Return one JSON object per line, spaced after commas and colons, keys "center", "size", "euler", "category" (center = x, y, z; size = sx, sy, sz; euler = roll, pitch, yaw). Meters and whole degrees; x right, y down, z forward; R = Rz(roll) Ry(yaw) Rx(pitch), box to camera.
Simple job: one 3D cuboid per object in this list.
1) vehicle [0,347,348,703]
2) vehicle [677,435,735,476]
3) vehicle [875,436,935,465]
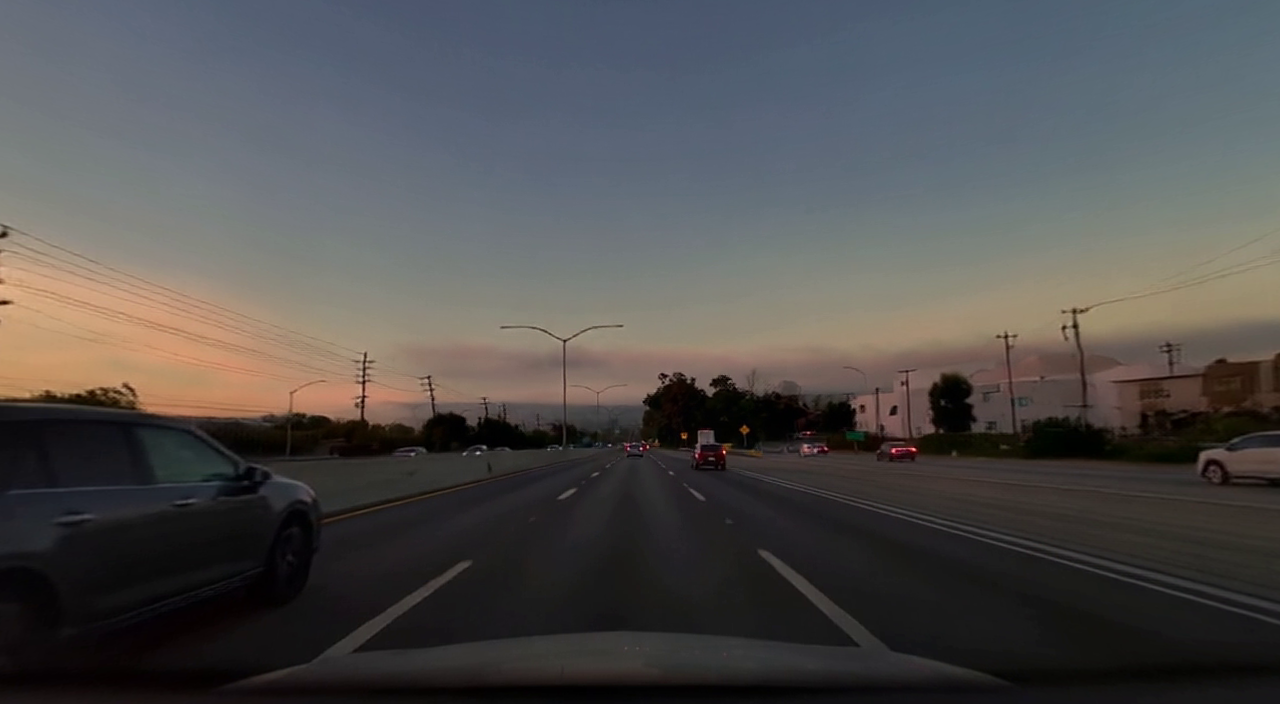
{"center": [-3.574, 0.924, 3.094], "size": [2.099, 1.682, 4.590], "euler": [0, -8, 0], "category": "vehicle"}
{"center": [2.847, 4.571, 28.153], "size": [1.997, 1.638, 4.281], "euler": [0, -8, -1], "category": "vehicle"}
{"center": [17.366, 6.493, 41.685], "size": [2.070, 1.782, 5.006], "euler": [-1, -8, 4], "category": "vehicle"}
